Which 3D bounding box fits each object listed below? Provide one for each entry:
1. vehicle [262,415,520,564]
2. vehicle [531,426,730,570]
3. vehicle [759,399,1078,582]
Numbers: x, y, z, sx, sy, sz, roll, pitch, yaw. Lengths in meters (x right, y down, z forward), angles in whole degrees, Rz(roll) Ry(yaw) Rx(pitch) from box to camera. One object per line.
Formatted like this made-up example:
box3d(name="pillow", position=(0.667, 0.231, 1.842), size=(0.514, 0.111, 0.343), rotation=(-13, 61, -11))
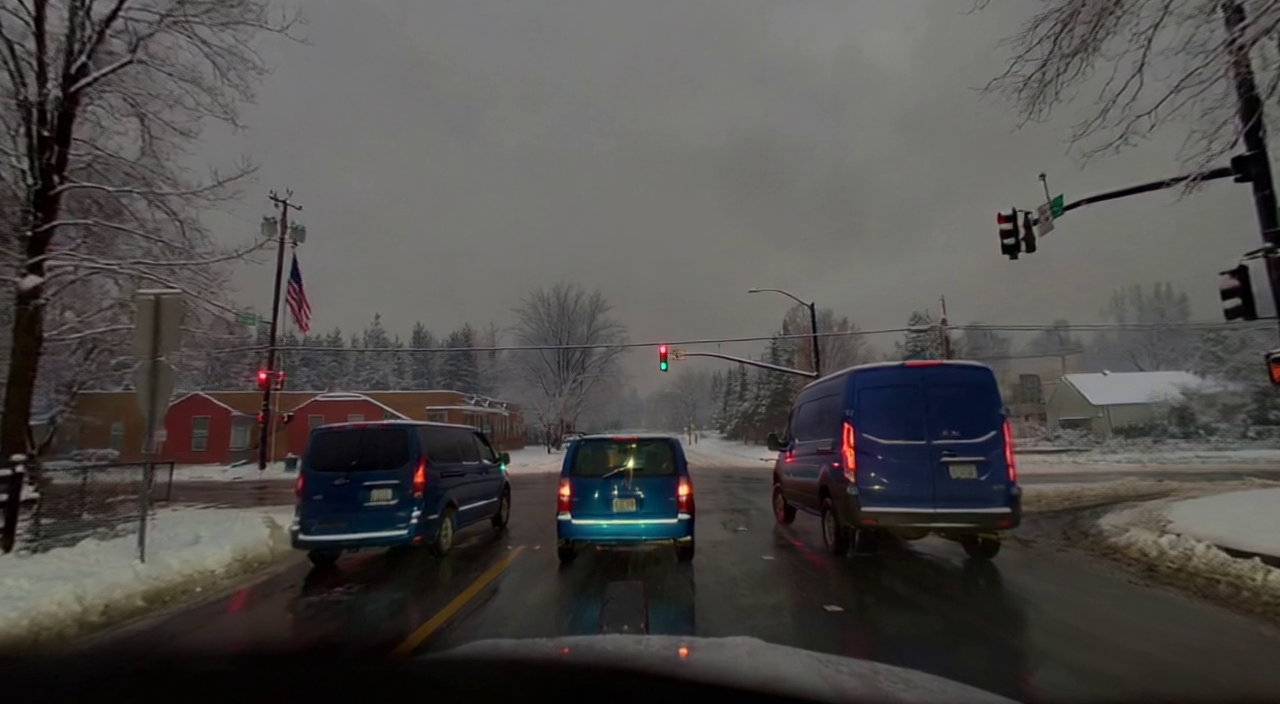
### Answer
box3d(name="vehicle", position=(-3.250, 1.877, 9.285), size=(2.024, 1.677, 3.998), rotation=(0, -9, 2))
box3d(name="vehicle", position=(-0.128, 1.858, 8.787), size=(2.098, 1.494, 4.118), rotation=(0, -9, -1))
box3d(name="vehicle", position=(3.086, 1.660, 8.311), size=(2.178, 1.746, 4.400), rotation=(0, -9, 0))
